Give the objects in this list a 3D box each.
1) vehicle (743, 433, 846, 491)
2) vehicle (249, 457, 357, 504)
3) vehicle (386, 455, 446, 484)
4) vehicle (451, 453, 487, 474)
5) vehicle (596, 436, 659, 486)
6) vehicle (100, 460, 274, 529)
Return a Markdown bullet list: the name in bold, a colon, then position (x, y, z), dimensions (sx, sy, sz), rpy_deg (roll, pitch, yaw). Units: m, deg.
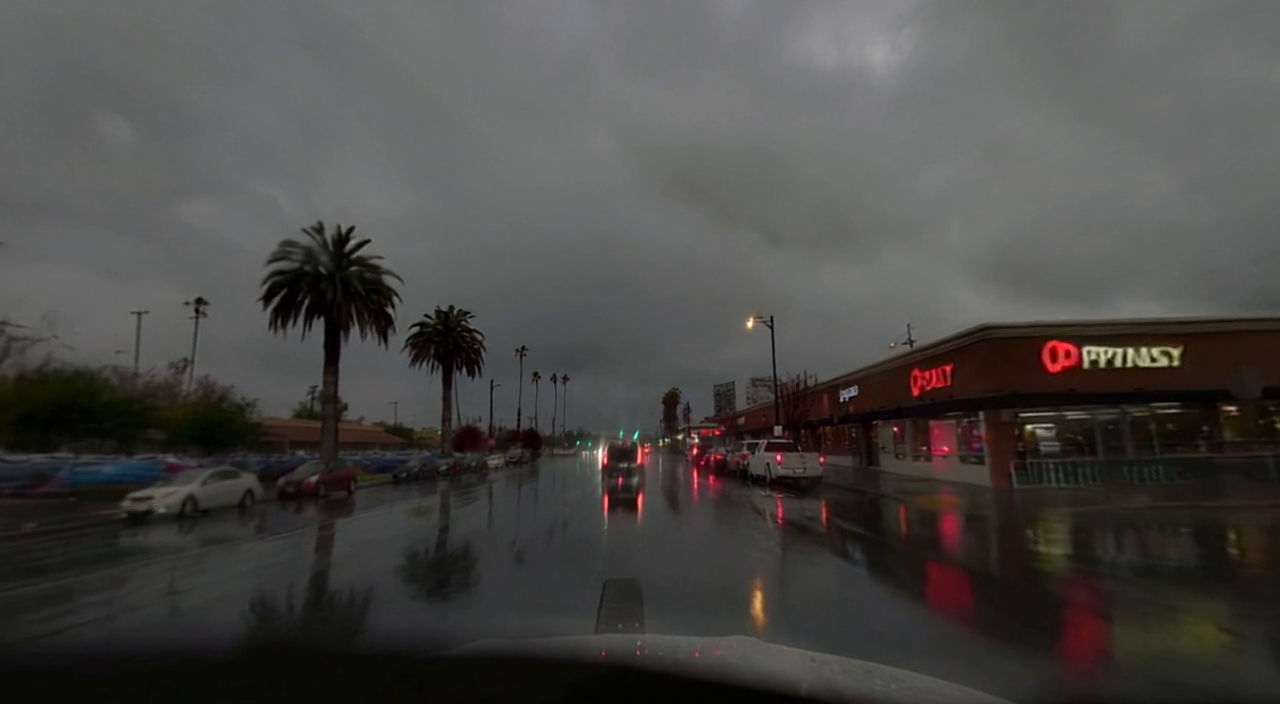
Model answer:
- **vehicle**: position (5.647, 4.111, 23.986), dimensions (2.430, 1.924, 5.779), rpy_deg (0, -8, 0)
- **vehicle**: position (-13.331, 5.064, 25.242), dimensions (1.968, 1.472, 4.345), rpy_deg (-4, -9, 0)
- **vehicle**: position (-13.234, 6.927, 37.462), dimensions (1.840, 1.521, 4.450), rpy_deg (0, -8, 1)
- **vehicle**: position (-13.248, 8.687, 49.053), dimensions (1.774, 1.522, 3.699), rpy_deg (0, -8, 0)
- **vehicle**: position (-0.429, 4.198, 24.497), dimensions (2.239, 1.763, 4.096), rpy_deg (0, -8, 0)
- **vehicle**: position (-13.132, 4.101, 18.672), dimensions (1.881, 1.484, 4.565), rpy_deg (-5, -8, -1)
